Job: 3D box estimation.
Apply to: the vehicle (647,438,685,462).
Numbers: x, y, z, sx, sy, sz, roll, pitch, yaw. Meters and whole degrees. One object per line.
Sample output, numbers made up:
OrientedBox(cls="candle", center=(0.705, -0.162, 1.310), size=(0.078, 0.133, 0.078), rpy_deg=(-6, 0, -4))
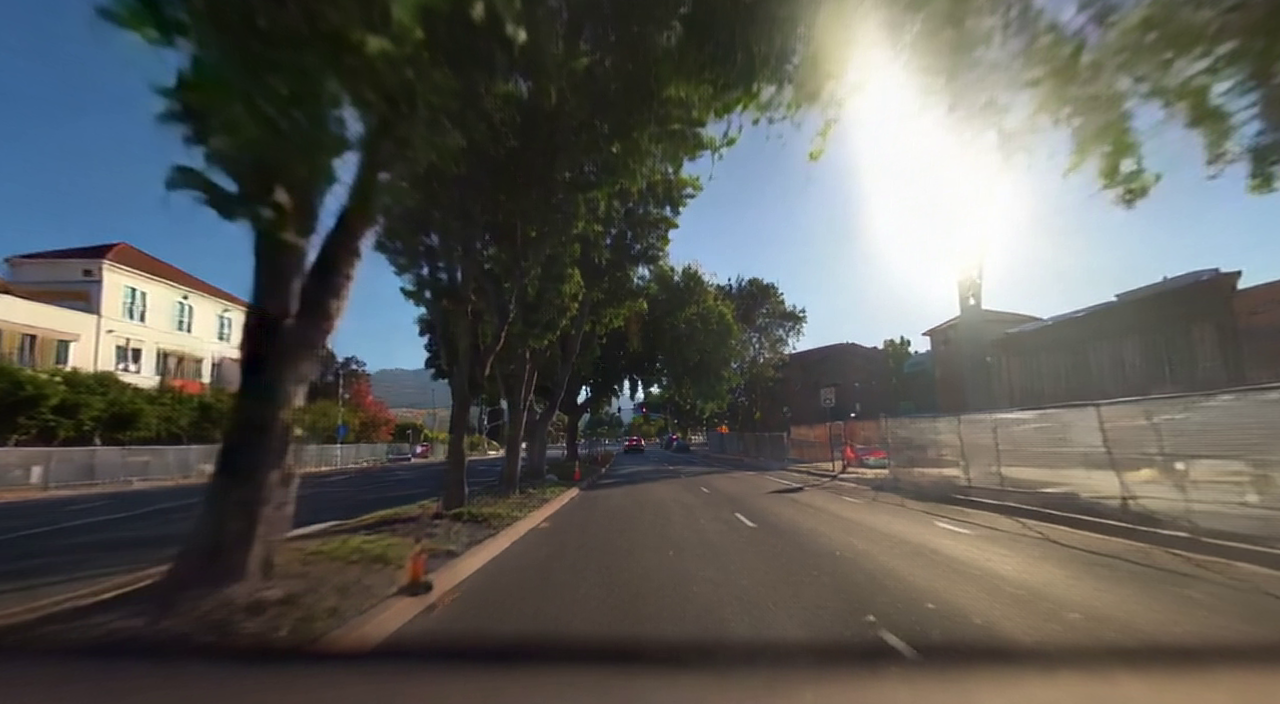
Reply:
OrientedBox(cls="vehicle", center=(1.816, 6.610, 42.629), size=(1.974, 1.490, 4.231), rpy_deg=(-2, -9, 11))

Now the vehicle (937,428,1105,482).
OrientedBox(cls="vehicle", center=(12.293, 3.326, 20.763), size=(1.948, 1.466, 4.520), rpy_deg=(-1, -7, -15))

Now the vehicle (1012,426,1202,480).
OrientedBox(cls="vehicle", center=(15.085, 3.284, 20.811), size=(1.878, 1.444, 4.878), rpy_deg=(-1, -8, -13))
